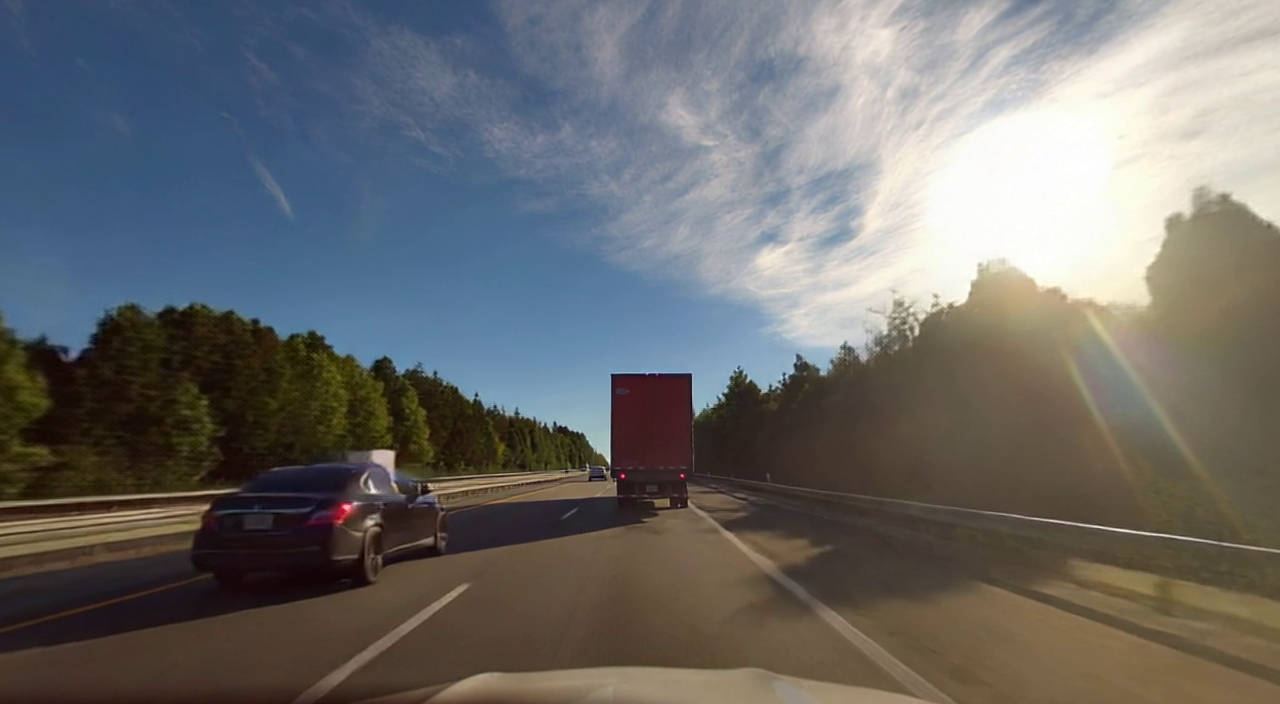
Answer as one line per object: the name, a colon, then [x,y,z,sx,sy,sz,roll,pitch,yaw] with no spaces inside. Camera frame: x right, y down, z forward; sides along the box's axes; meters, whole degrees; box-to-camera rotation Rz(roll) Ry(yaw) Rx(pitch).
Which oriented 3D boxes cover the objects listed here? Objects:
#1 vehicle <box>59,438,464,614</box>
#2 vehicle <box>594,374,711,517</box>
vehicle: [-4.014,1.969,8.011,2.079,1.506,4.821,0,-10,1]
vehicle: [0.320,3.262,21.123,3.008,3.678,9.512,1,-10,0]
